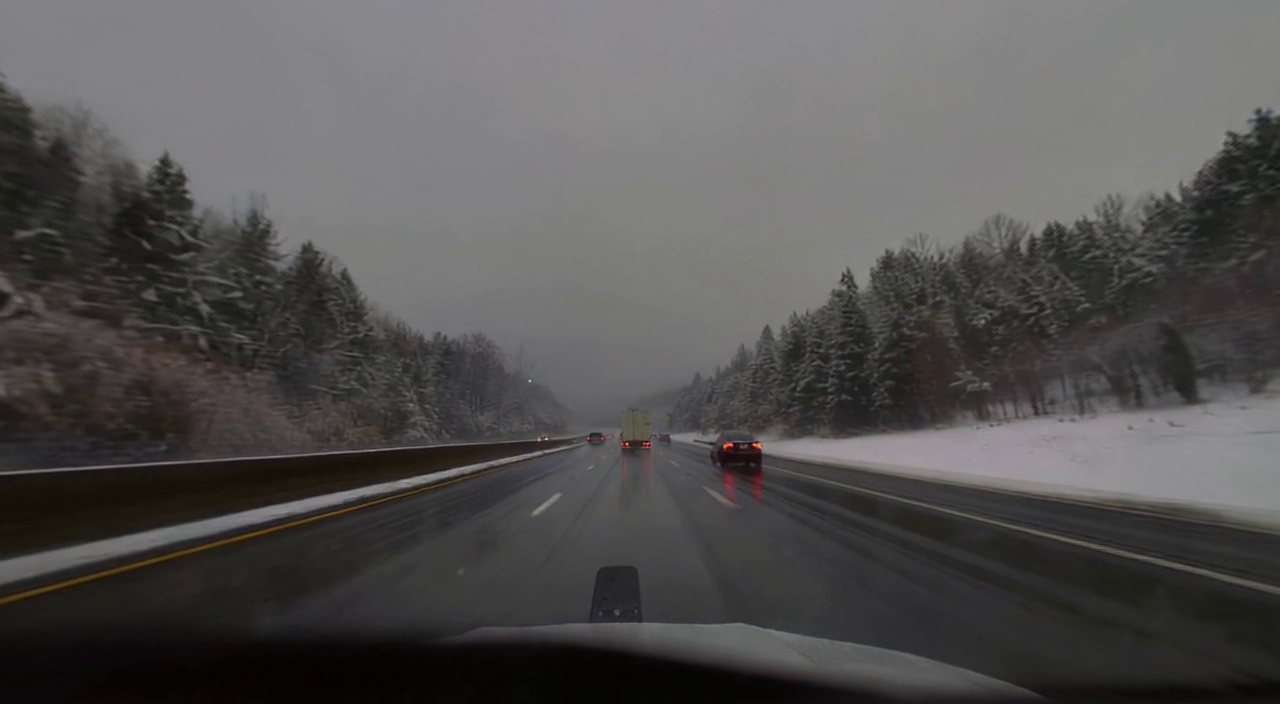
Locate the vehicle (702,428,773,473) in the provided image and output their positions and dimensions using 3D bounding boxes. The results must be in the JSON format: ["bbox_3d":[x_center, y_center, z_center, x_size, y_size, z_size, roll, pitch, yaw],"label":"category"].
[{"bbox_3d":[3.517,3.615,23.332,1.882,1.492,3.958,0,-8,-2],"label":"vehicle"}]
